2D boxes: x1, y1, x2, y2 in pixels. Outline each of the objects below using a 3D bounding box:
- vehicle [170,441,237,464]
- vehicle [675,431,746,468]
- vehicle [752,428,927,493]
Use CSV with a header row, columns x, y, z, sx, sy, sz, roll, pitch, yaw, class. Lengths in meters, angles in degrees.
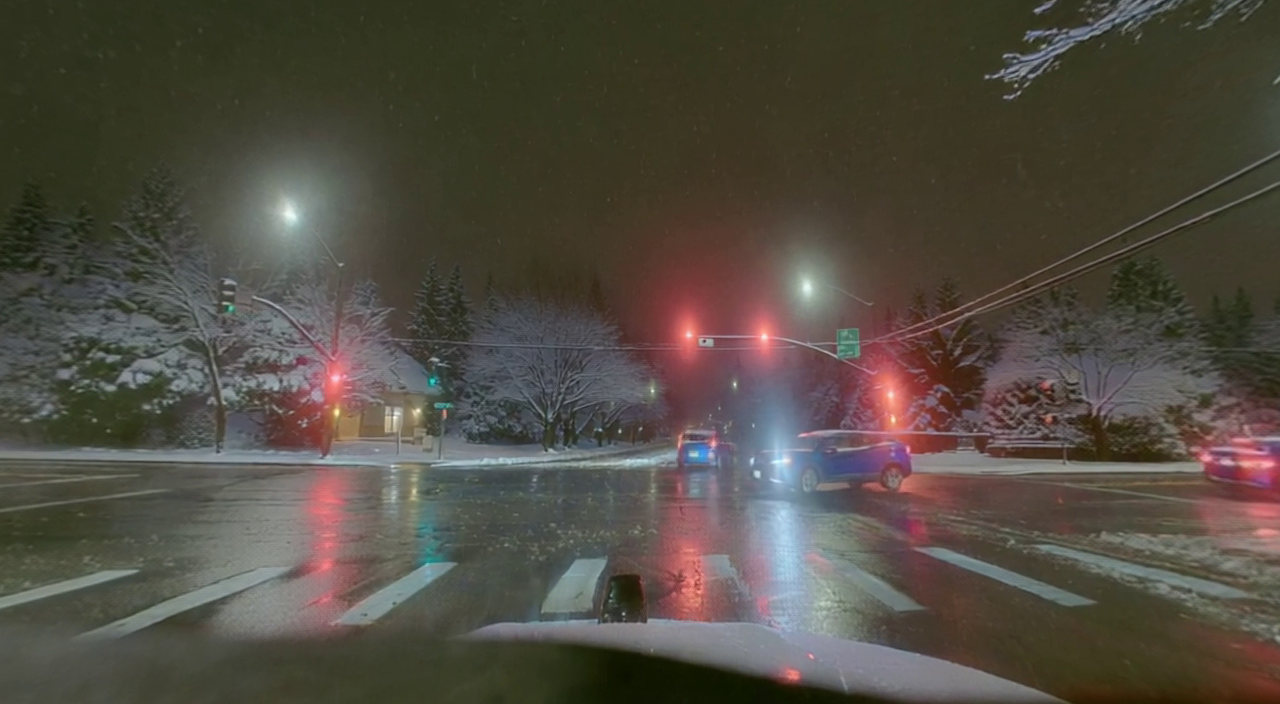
x,y,z,sx,sy,sz,roll,pitch,yaw,class
-29.139,6.690,42.021,1.696,1.431,3.686,0,-8,3,vehicle
3.760,5.100,32.933,1.994,1.753,4.346,-5,-10,31,vehicle
5.996,3.254,19.119,4.580,1.768,2.134,2,-9,-15,vehicle
